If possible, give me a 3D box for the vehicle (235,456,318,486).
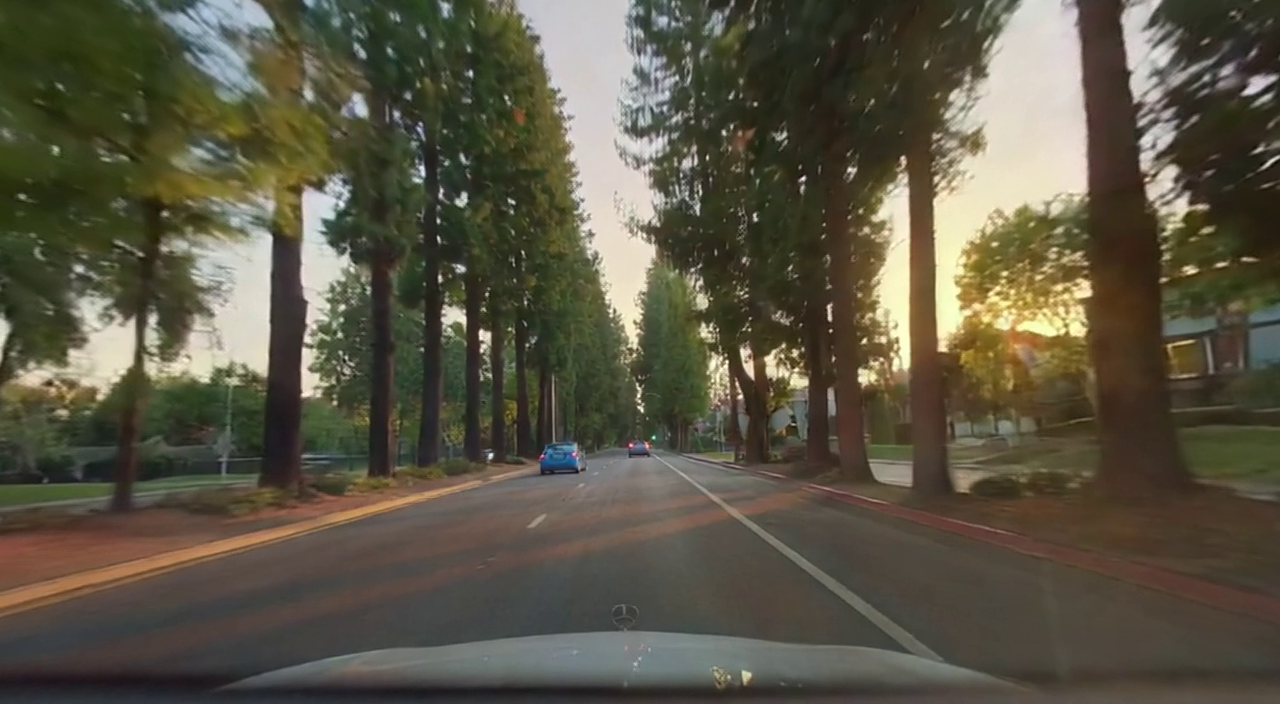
[{"bbox_3d":[-20.323,6.638,35.569,1.819,1.459,4.745,-1,-8,1],"label":"vehicle"}]

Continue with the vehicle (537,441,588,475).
[{"bbox_3d":[-3.635,5.045,30.385,1.917,1.448,4.178,-1,-8,0],"label":"vehicle"}]
